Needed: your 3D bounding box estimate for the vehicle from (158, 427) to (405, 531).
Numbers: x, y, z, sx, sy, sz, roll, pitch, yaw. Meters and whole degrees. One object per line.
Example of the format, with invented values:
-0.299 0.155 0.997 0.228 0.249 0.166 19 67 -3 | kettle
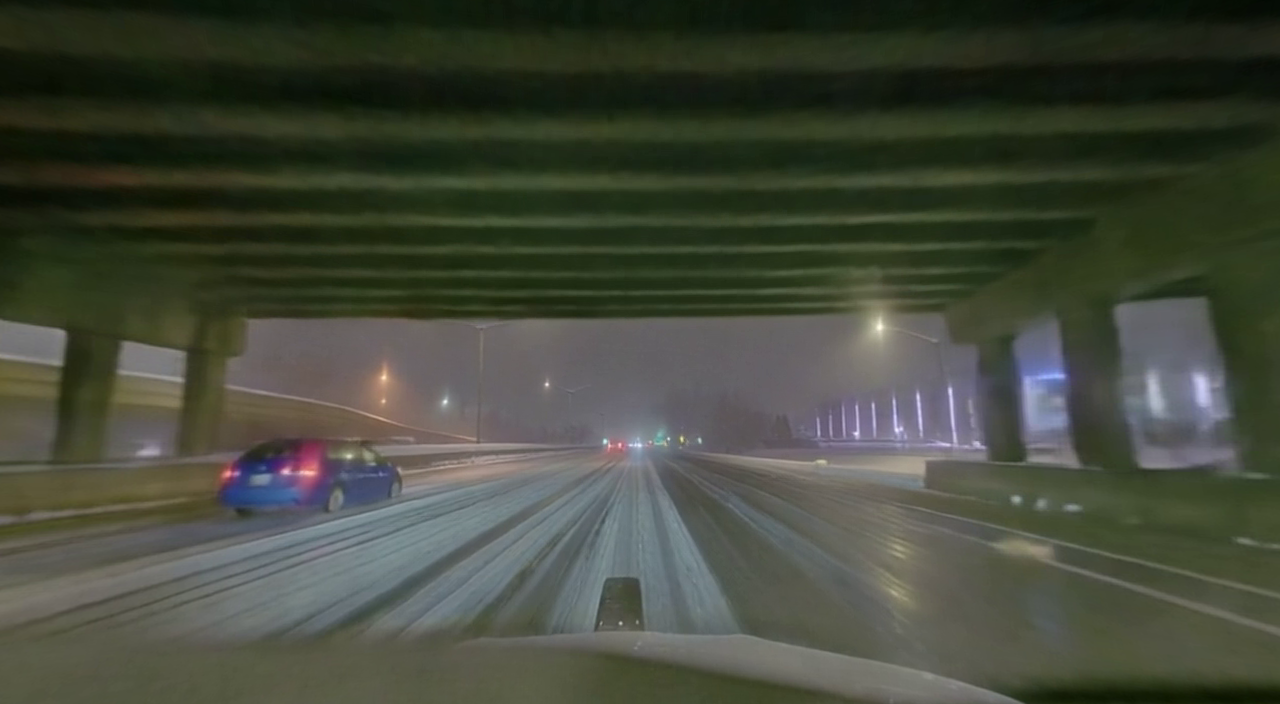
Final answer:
-6.153 2.212 11.608 1.990 1.529 4.288 0 -8 0 | vehicle
